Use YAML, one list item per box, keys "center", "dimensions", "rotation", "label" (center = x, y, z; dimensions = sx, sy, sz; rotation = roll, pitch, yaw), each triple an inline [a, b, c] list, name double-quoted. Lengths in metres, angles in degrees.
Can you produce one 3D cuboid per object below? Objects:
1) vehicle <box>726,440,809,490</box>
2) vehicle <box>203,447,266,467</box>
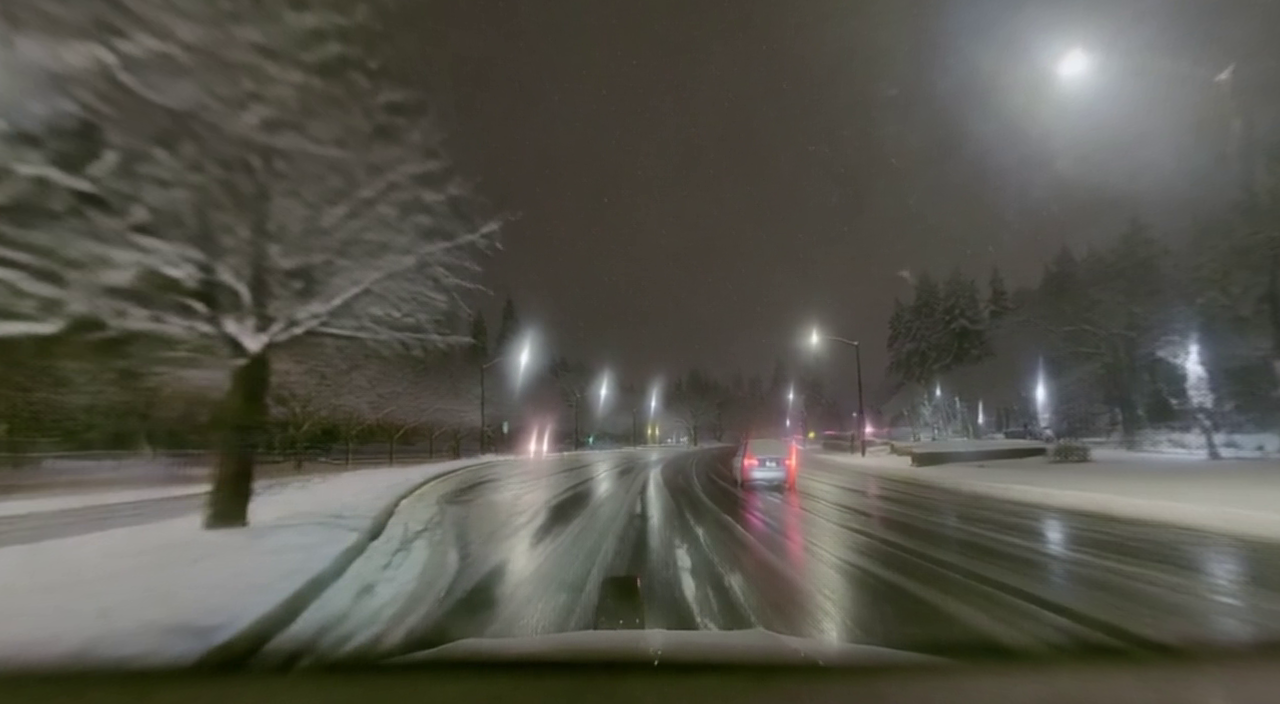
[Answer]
- center: [4.126, 3.731, 21.214]
  dimensions: [1.928, 1.481, 4.453]
  rotation: [0, -9, 1]
  label: "vehicle"
- center: [-30.797, 7.977, 48.132]
  dimensions: [1.800, 1.479, 4.066]
  rotation: [0, -9, 6]
  label: "vehicle"
